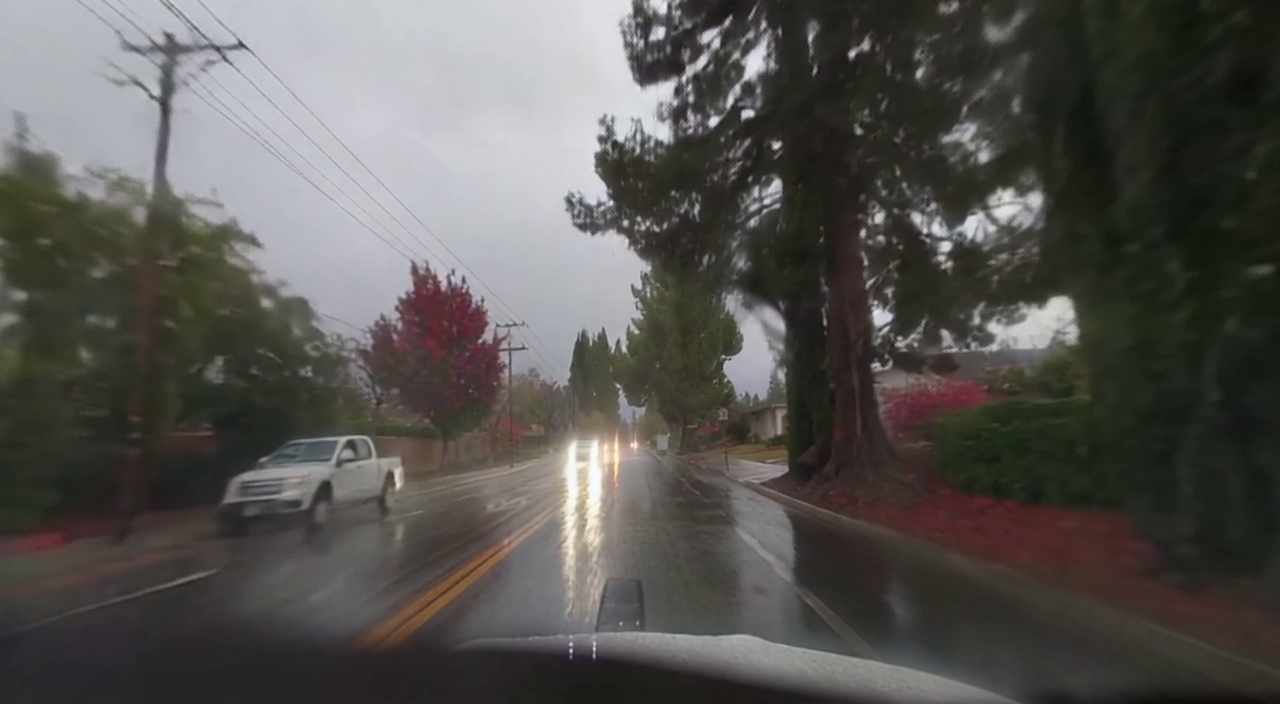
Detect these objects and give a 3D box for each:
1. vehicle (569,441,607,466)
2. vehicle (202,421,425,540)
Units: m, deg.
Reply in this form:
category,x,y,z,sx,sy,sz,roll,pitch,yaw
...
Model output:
category,x,y,z,sx,sy,sz,roll,pitch,yaw
vehicle,-3.382,6.641,41.669,2.074,1.527,4.438,0,-8,1
vehicle,-6.545,2.621,13.565,2.176,1.885,5.174,-4,-9,-2
